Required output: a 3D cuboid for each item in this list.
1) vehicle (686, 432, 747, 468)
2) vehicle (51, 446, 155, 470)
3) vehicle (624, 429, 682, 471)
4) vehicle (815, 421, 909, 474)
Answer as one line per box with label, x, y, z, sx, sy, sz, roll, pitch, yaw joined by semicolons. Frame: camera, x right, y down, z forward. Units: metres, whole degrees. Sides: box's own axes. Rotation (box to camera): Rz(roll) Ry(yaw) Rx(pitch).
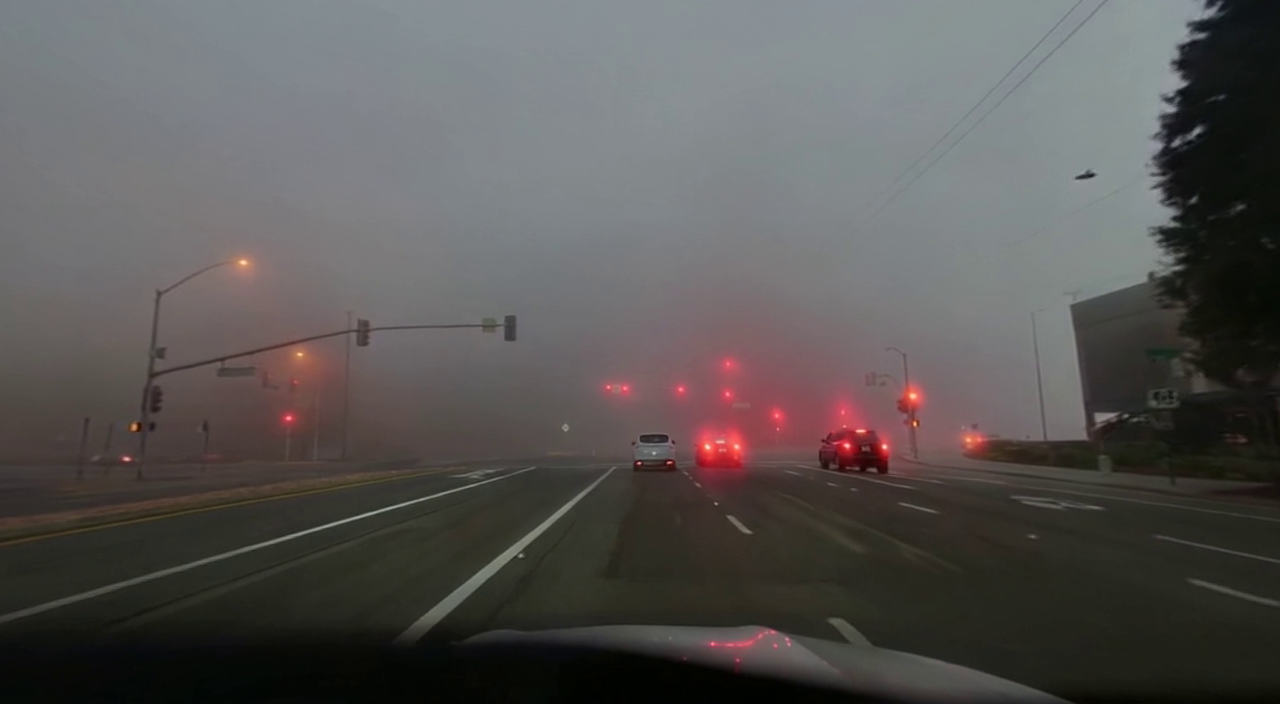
vehicle;3.240;4.282;27.560;1.994;1.436;4.169;0;-8;-2
vehicle;-33.198;6.571;39.084;4.448;1.422;1.890;2;-9;-12
vehicle;0.472;3.903;25.315;2.099;1.516;4.681;0;-8;0
vehicle;8.721;3.782;25.263;2.132;1.892;4.851;-1;-8;2
